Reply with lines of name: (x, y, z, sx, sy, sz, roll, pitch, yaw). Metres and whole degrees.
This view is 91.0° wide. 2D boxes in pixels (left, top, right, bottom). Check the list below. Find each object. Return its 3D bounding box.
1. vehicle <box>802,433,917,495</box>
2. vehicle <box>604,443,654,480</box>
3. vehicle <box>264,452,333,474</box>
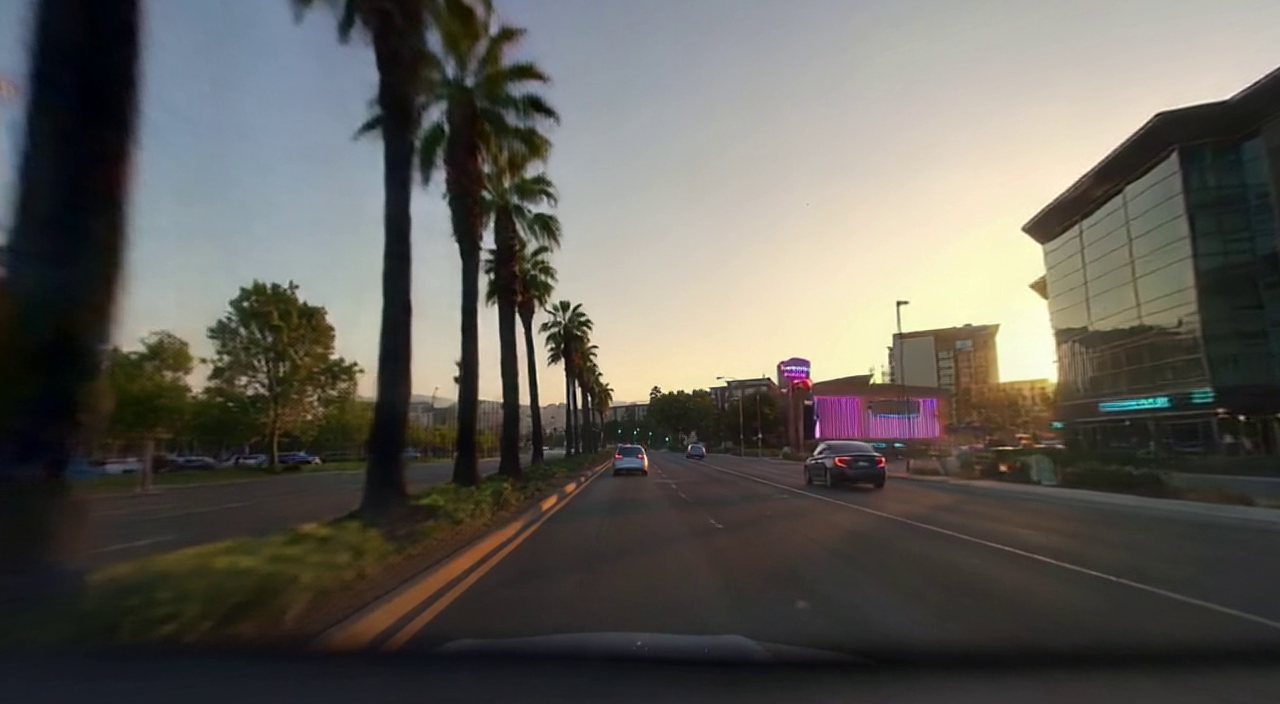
vehicle: (6.408, 3.304, 18.926, 1.949, 1.647, 3.894, 0, -8, -2)
vehicle: (-0.441, 4.560, 26.500, 1.970, 1.402, 3.756, 0, -8, 0)
vehicle: (-24.463, 7.928, 45.111, 3.898, 1.459, 1.680, 1, -8, -2)
